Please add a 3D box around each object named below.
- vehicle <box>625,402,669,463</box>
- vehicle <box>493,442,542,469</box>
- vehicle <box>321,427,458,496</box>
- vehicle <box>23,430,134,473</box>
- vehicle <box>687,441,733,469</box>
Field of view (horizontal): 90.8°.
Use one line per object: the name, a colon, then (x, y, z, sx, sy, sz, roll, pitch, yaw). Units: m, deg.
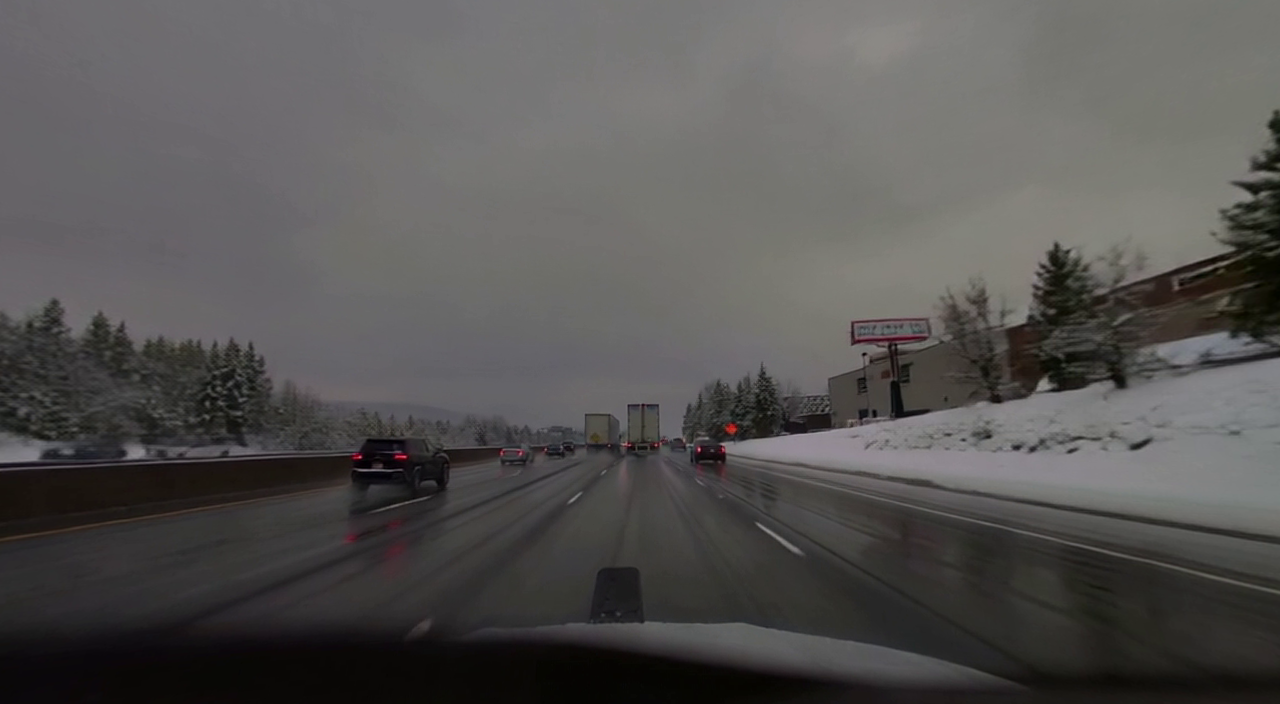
vehicle: (0.395, 6.306, 48.612, 2.969, 4.104, 10.906, 0, -9, -1)
vehicle: (-7.167, 6.096, 37.375, 1.891, 1.460, 4.506, 0, -9, 1)
vehicle: (-7.071, 3.160, 18.470, 2.122, 1.754, 4.379, 0, -9, 1)
vehicle: (-40.730, 7.229, 46.030, 2.899, 2.889, 5.481, -1, -8, 0)
vehicle: (3.756, 5.646, 34.738, 2.006, 1.452, 4.246, 0, -9, -1)
